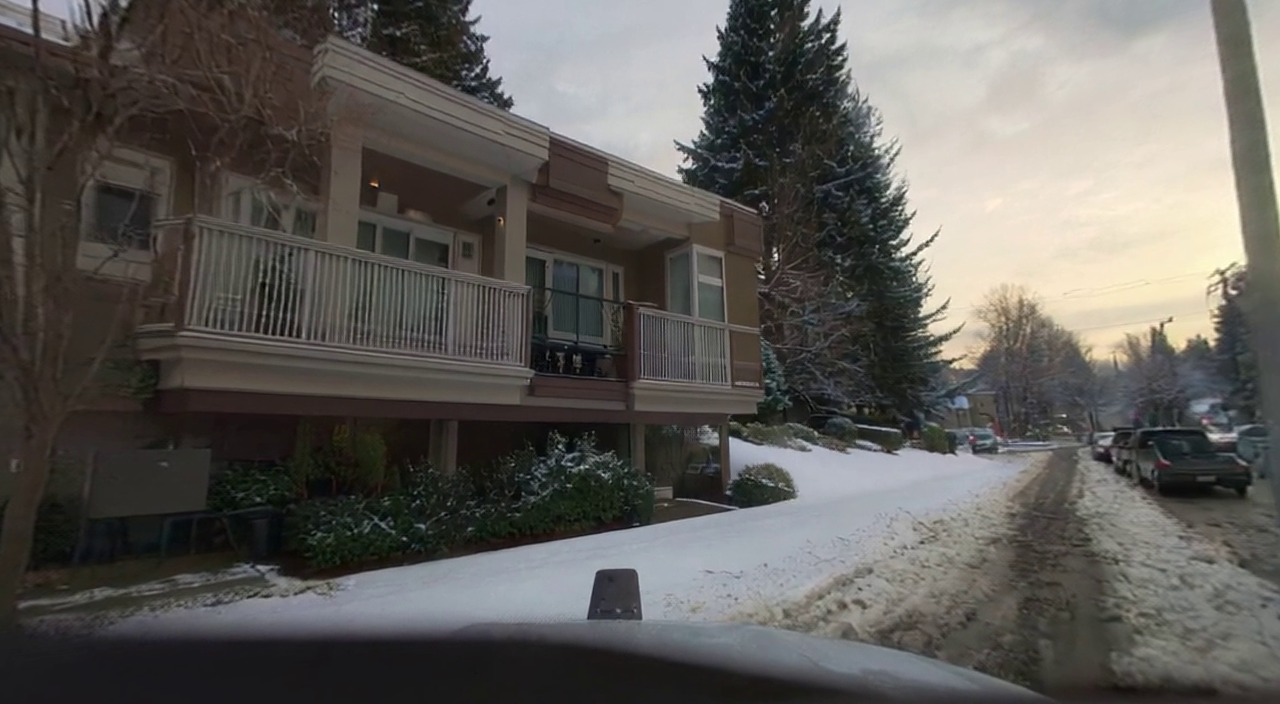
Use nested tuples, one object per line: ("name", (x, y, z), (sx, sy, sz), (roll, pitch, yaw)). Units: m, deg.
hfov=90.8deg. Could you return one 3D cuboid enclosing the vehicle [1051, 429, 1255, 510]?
("vehicle", (19.791, 4.440, 24.767), (5.872, 2.468, 2.864), (-2, -8, 38))
